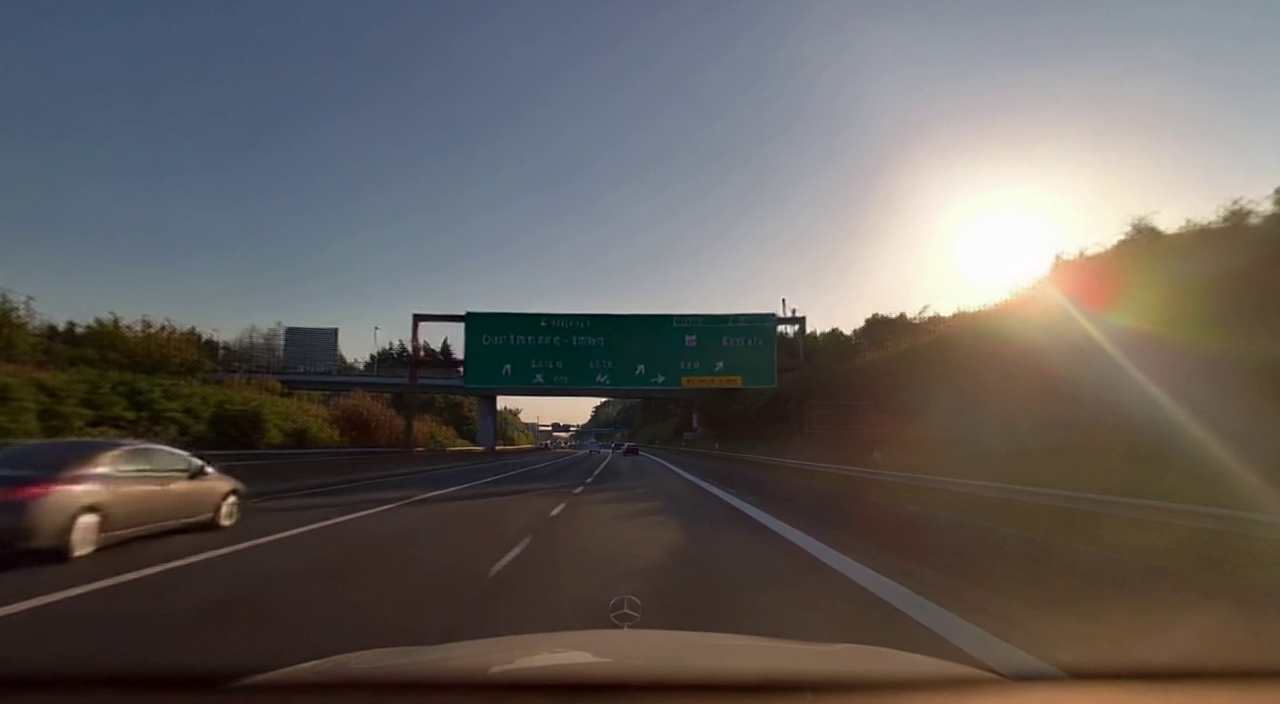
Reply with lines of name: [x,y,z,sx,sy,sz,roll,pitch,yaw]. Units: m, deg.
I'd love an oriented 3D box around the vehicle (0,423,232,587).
vehicle: [-6.739,1.508,6.579,2.053,1.452,4.347,0,-8,0]
